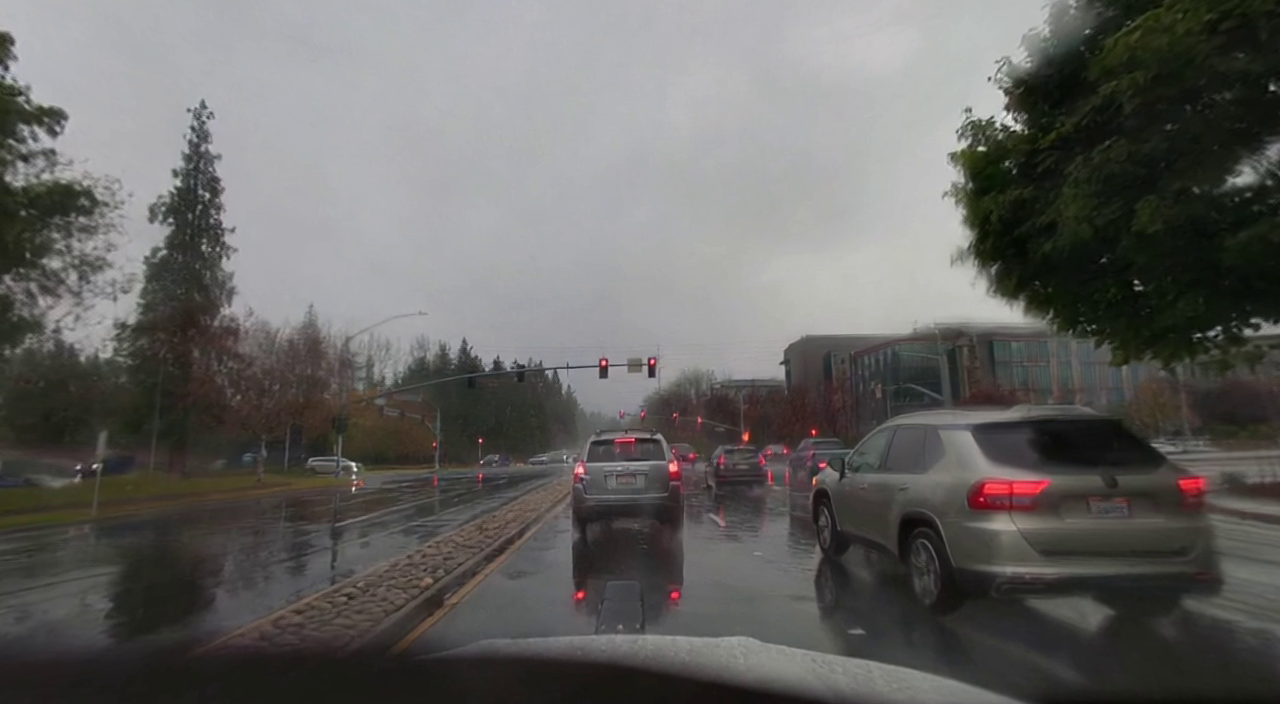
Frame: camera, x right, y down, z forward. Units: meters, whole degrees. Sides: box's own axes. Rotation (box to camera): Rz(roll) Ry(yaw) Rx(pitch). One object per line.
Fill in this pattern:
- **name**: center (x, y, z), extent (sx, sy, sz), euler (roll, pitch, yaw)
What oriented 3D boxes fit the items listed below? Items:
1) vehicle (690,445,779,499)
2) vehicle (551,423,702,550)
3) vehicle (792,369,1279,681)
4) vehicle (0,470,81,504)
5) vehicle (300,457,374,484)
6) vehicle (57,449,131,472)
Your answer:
- **vehicle**: center (2.804, 3.647, 19.705), extent (1.900, 1.459, 4.260), euler (0, -9, -3)
- **vehicle**: center (-0.235, 2.128, 10.661), extent (2.039, 1.698, 4.144), euler (0, -9, -2)
- **vehicle**: center (3.148, 1.321, 5.937), extent (2.228, 1.798, 4.370), euler (0, -9, -1)
- **vehicle**: center (-29.297, 6.352, 29.884), extent (3.771, 1.464, 1.670), euler (2, -9, -11)
- **vehicle**: center (-23.433, 9.119, 48.915), extent (4.905, 1.949, 2.354), euler (-3, -9, 21)
- **vehicle**: center (-40.176, 7.948, 46.632), extent (1.742, 1.526, 4.004), euler (-1, -7, 4)
